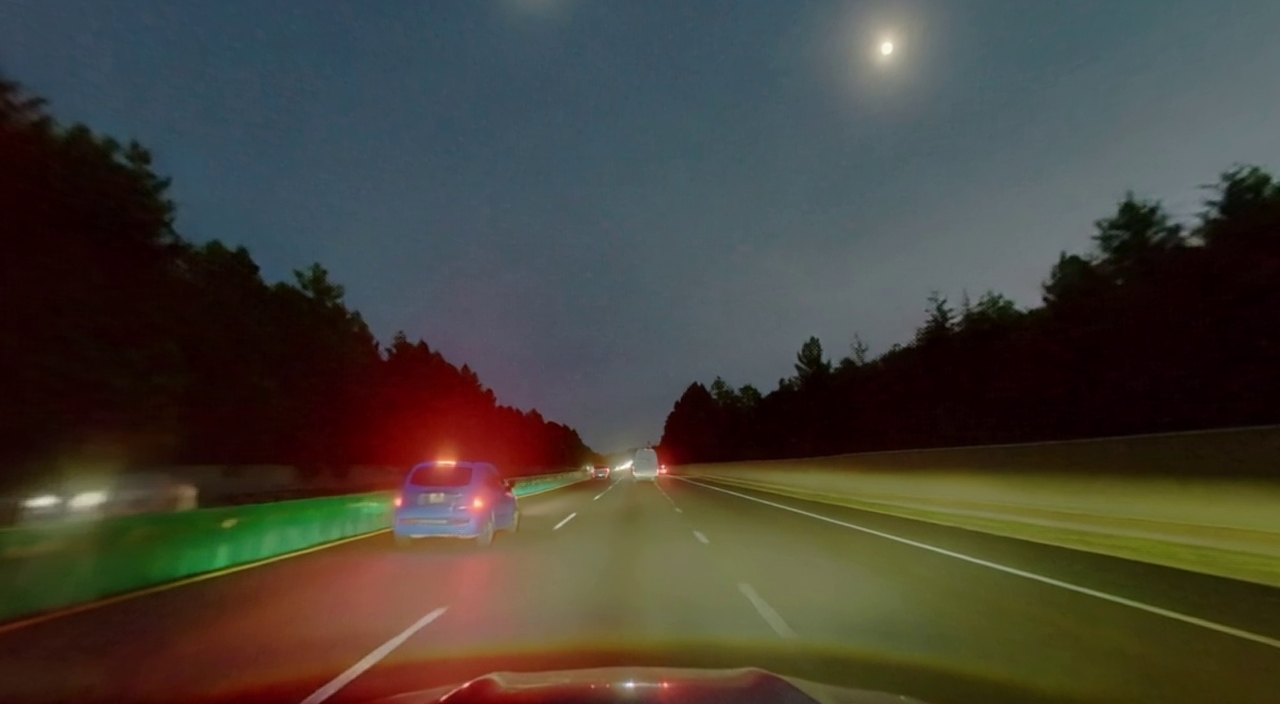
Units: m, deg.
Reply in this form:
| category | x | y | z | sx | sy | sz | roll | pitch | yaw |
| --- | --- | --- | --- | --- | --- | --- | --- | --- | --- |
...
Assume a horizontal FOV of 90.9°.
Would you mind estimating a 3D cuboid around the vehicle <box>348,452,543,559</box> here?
| category | x | y | z | sx | sy | sz | roll | pitch | yaw |
| --- | --- | --- | --- | --- | --- | --- | --- | --- | --- |
| vehicle | -3.130 | 2.617 | 11.286 | 2.038 | 1.490 | 4.391 | 1 | -11 | 1 |

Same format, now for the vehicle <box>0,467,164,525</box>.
| category | x | y | z | sx | sy | sz | roll | pitch | yaw |
| --- | --- | --- | --- | --- | --- | --- | --- | --- | --- |
| vehicle | -16.259 | 4.076 | 18.226 | 1.724 | 1.460 | 4.153 | 1 | -11 | -1 |
